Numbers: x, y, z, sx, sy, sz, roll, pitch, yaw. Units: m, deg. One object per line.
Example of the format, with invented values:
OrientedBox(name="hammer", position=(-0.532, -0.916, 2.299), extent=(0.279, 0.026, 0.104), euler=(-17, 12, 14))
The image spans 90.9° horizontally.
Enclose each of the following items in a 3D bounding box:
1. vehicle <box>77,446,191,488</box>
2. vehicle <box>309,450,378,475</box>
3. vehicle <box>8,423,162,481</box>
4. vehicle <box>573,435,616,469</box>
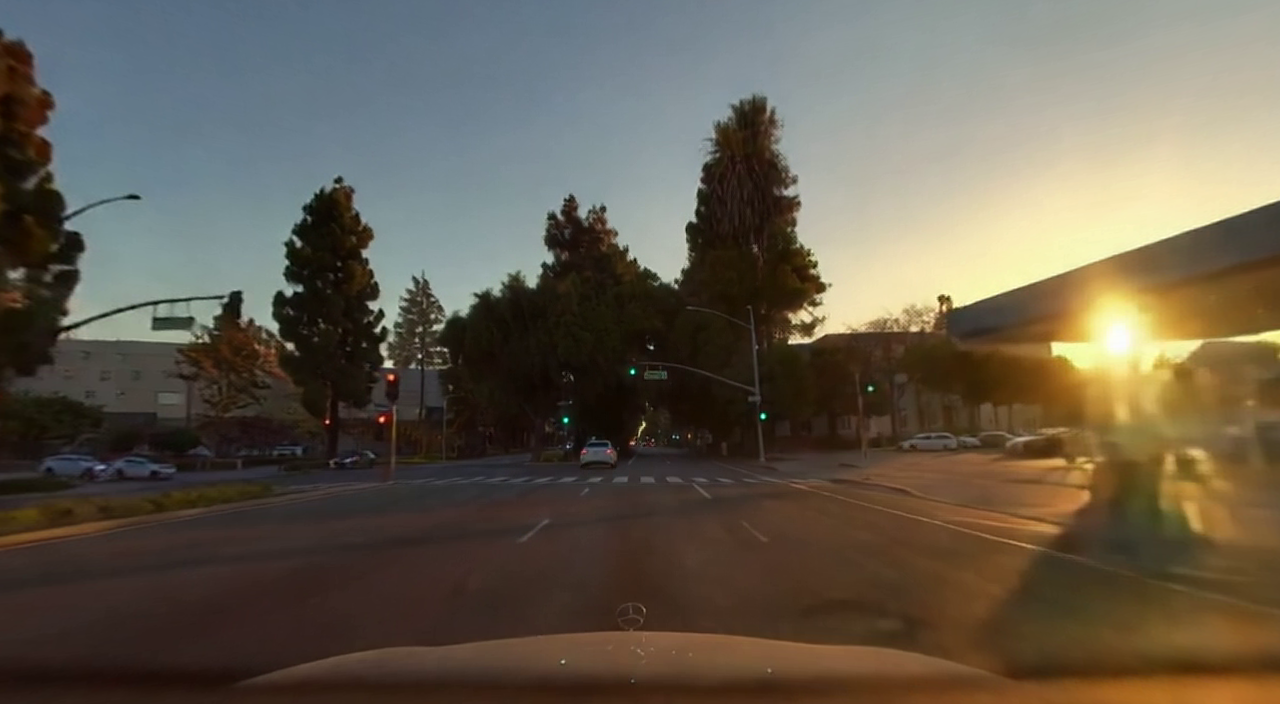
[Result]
OrientedBox(name="vehicle", position=(-28.141, 6.359, 35.146), extent=(4.597, 1.952, 2.040), euler=(-3, -7, -1))
OrientedBox(name="vehicle", position=(-21.614, 8.066, 46.144), extent=(1.988, 1.717, 4.403), euler=(-4, -9, 20))
OrientedBox(name="vehicle", position=(-36.119, 6.503, 41.226), extent=(7.179, 3.622, 2.857), euler=(0, -8, 0))
OrientedBox(name="vehicle", position=(-2.452, 5.574, 35.326), extent=(2.011, 1.756, 4.478), euler=(0, -8, 1))
